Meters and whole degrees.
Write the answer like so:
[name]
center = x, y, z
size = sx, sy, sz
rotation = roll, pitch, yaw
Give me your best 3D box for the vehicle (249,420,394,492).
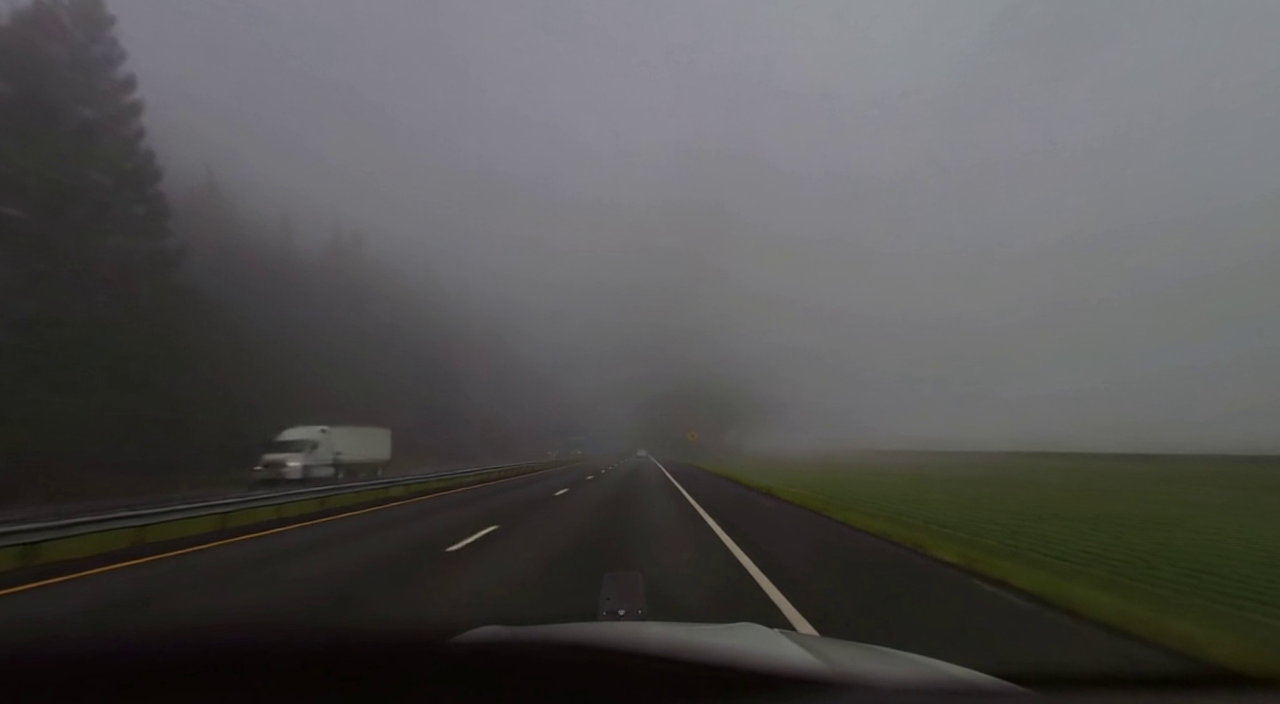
[vehicle]
center = -16.478, 5.526, 33.657
size = 2.906, 3.286, 8.867
rotation = 0, -9, 1
